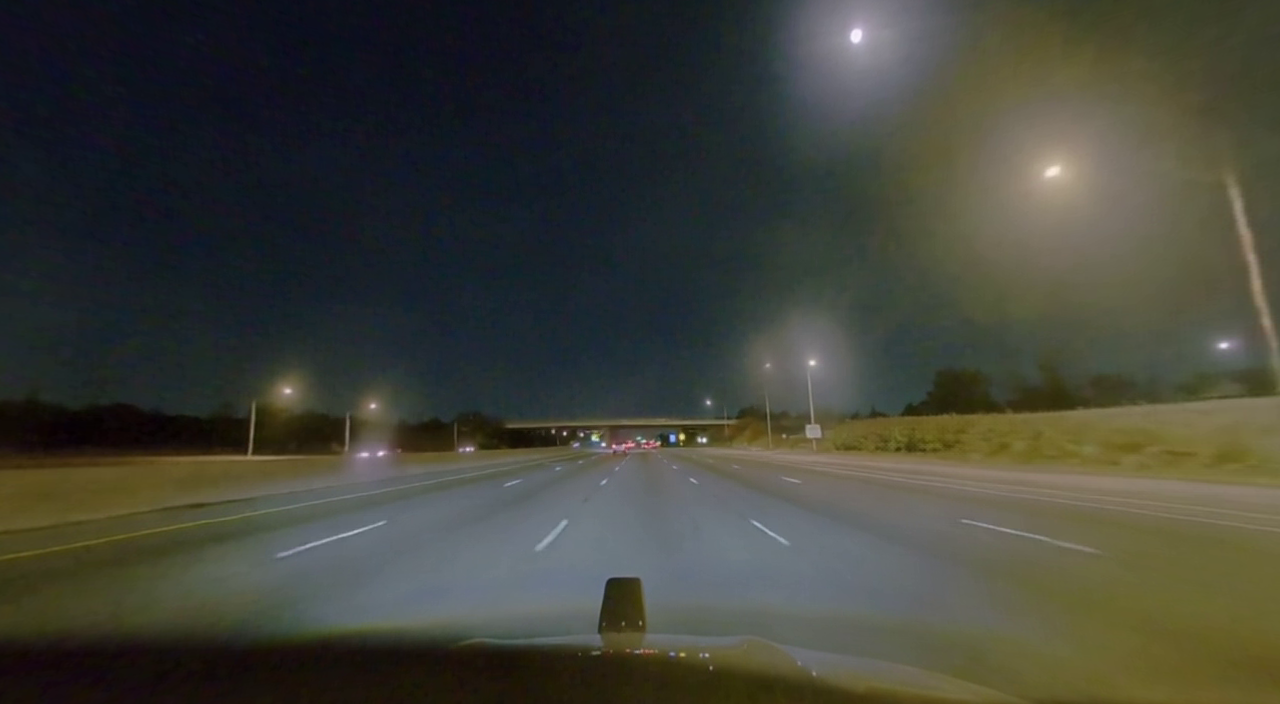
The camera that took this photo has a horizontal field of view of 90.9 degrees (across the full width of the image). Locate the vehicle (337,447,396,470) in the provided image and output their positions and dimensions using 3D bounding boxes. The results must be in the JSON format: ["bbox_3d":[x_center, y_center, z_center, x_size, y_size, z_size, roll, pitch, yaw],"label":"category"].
[{"bbox_3d":[-18.085,7.036,41.919,1.933,1.467,4.408,0,-9,0],"label":"vehicle"}]
